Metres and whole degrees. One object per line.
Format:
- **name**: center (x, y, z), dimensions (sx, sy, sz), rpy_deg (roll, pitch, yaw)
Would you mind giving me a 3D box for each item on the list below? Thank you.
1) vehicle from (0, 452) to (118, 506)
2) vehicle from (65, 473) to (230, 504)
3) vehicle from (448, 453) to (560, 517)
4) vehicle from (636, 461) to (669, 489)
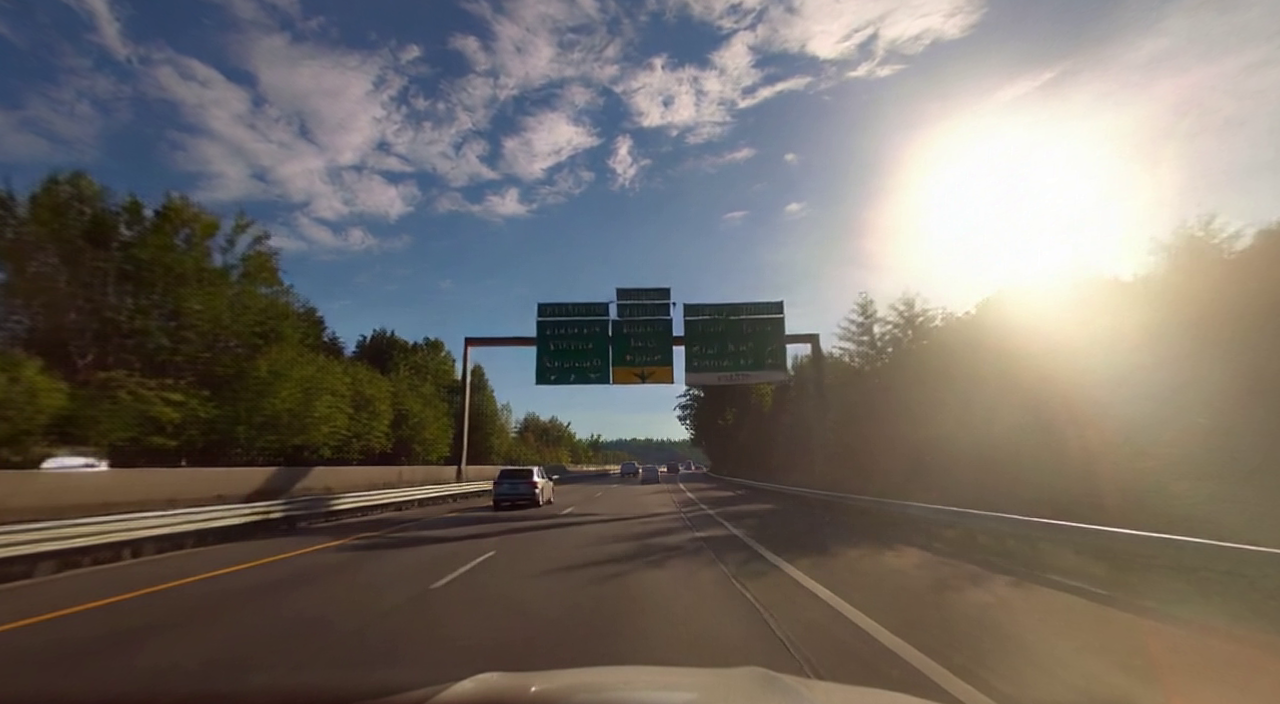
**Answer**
- **vehicle**: center (-22.125, 4.525, 22.670), dimensions (1.950, 1.762, 5.268), rpy_deg (1, -10, 2)
- **vehicle**: center (-22.081, 6.159, 28.784), dimensions (2.307, 1.181, 6.414), rpy_deg (1, -10, 2)
- **vehicle**: center (-3.721, 3.778, 18.201), dimensions (2.063, 1.556, 4.740), rpy_deg (1, -10, 1)
- **vehicle**: center (0.863, 7.861, 40.326), dimensions (2.000, 1.594, 3.996), rpy_deg (1, -10, 3)
